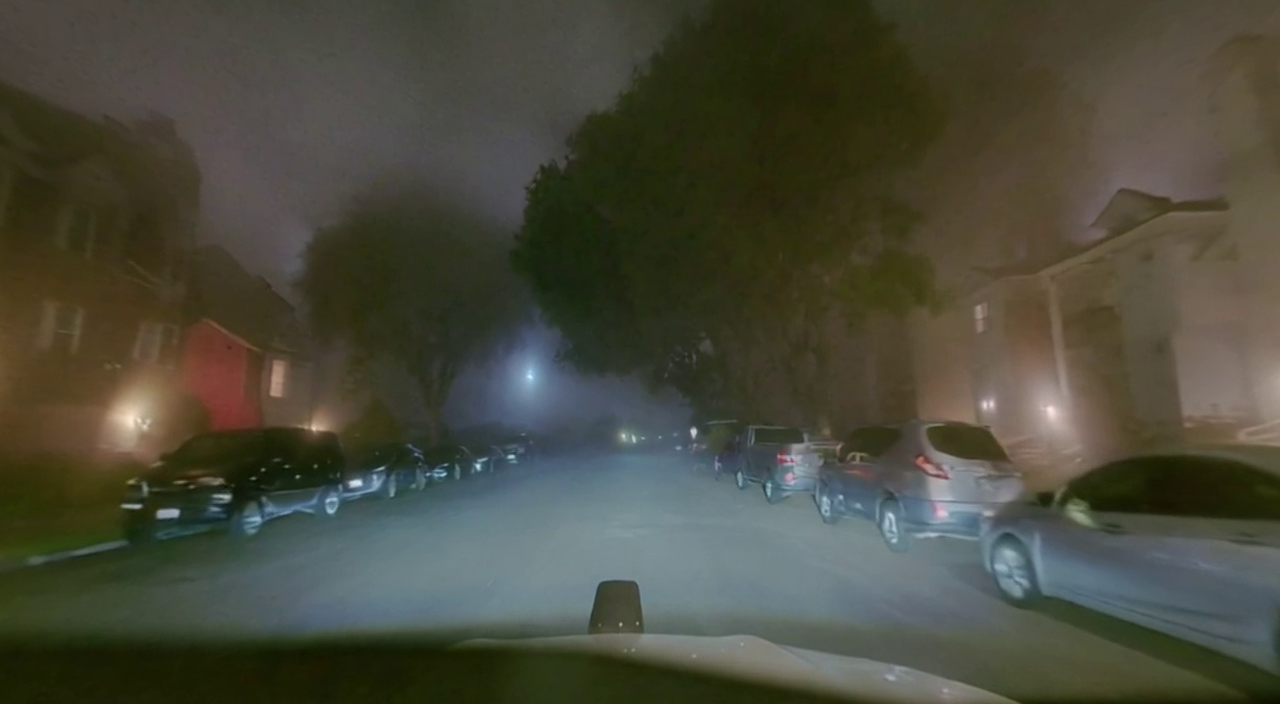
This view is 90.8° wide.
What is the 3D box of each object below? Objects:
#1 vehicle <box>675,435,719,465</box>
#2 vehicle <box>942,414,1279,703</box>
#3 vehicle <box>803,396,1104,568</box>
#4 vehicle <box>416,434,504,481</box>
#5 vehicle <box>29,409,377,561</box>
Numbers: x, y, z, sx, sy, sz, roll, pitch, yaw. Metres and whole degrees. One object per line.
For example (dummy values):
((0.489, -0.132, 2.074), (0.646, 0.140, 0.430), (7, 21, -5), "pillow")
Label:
((3.467, 6.063, 39.226), (2.101, 1.771, 4.747), (0, -8, -2), "vehicle")
((4.158, 1.208, 4.193), (1.877, 1.486, 4.713), (0, -8, -1), "vehicle")
((3.993, 1.732, 9.181), (1.818, 1.825, 4.629), (0, -8, -2), "vehicle")
((-7.536, 4.473, 27.137), (2.042, 1.785, 5.876), (0, -8, 0), "vehicle")
((-7.204, 2.243, 11.668), (2.195, 2.023, 6.055), (0, -8, -1), "vehicle")
